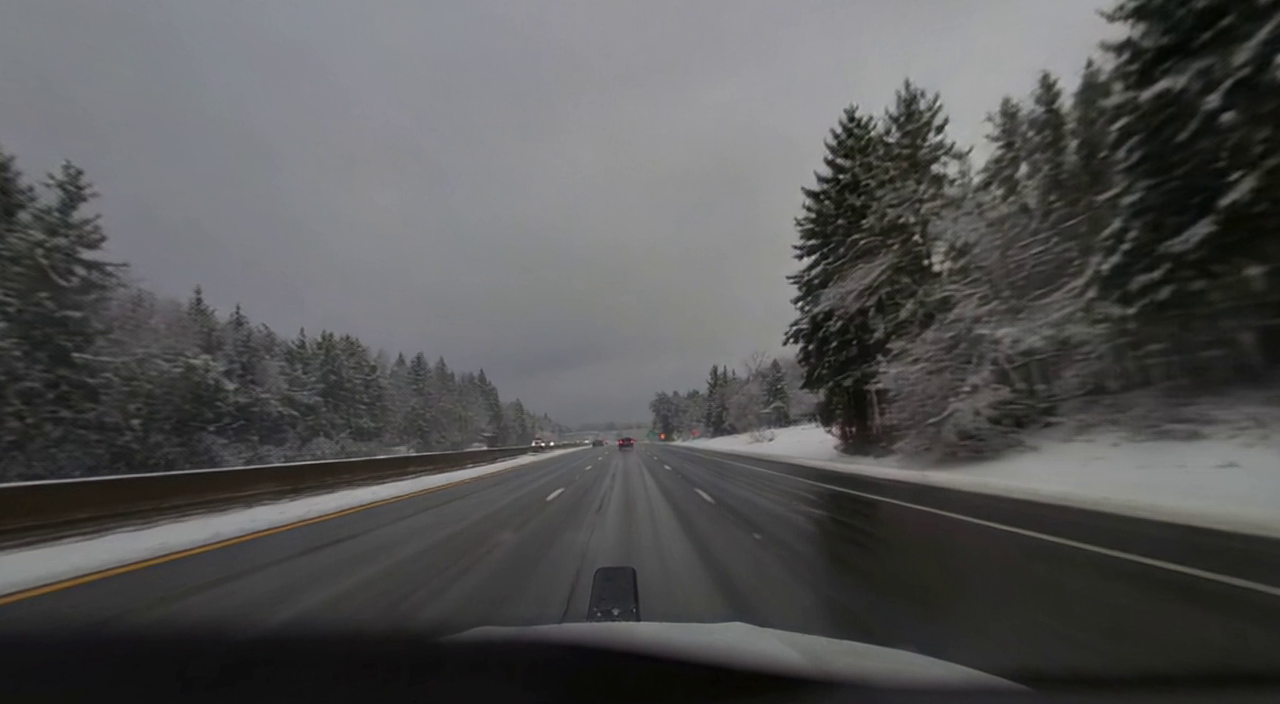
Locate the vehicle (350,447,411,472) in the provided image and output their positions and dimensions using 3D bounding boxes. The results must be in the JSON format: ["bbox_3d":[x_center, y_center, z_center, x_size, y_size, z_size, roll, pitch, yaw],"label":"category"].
[{"bbox_3d":[-16.587,6.891,40.552,2.035,1.457,4.716,0,-8,-1],"label":"vehicle"}]
